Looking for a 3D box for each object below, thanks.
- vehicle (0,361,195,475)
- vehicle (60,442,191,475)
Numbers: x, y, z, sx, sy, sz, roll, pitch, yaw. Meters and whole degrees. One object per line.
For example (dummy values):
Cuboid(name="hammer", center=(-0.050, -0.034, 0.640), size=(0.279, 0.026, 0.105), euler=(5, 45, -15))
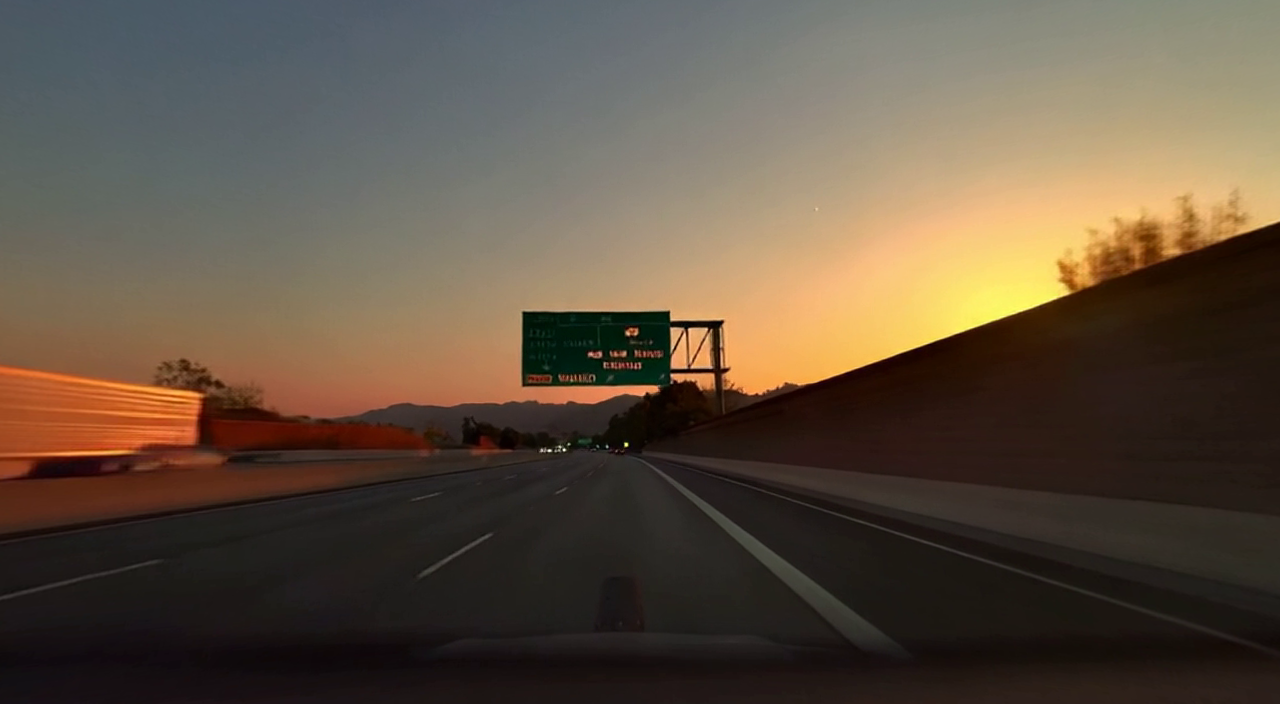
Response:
Cuboid(name="vehicle", center=(-24.014, 2.406, 22.734), size=(2.765, 3.968, 18.709), euler=(0, -9, -1))
Cuboid(name="vehicle", center=(-19.759, 4.110, 24.474), size=(1.880, 1.152, 3.847), euler=(0, -9, -1))
